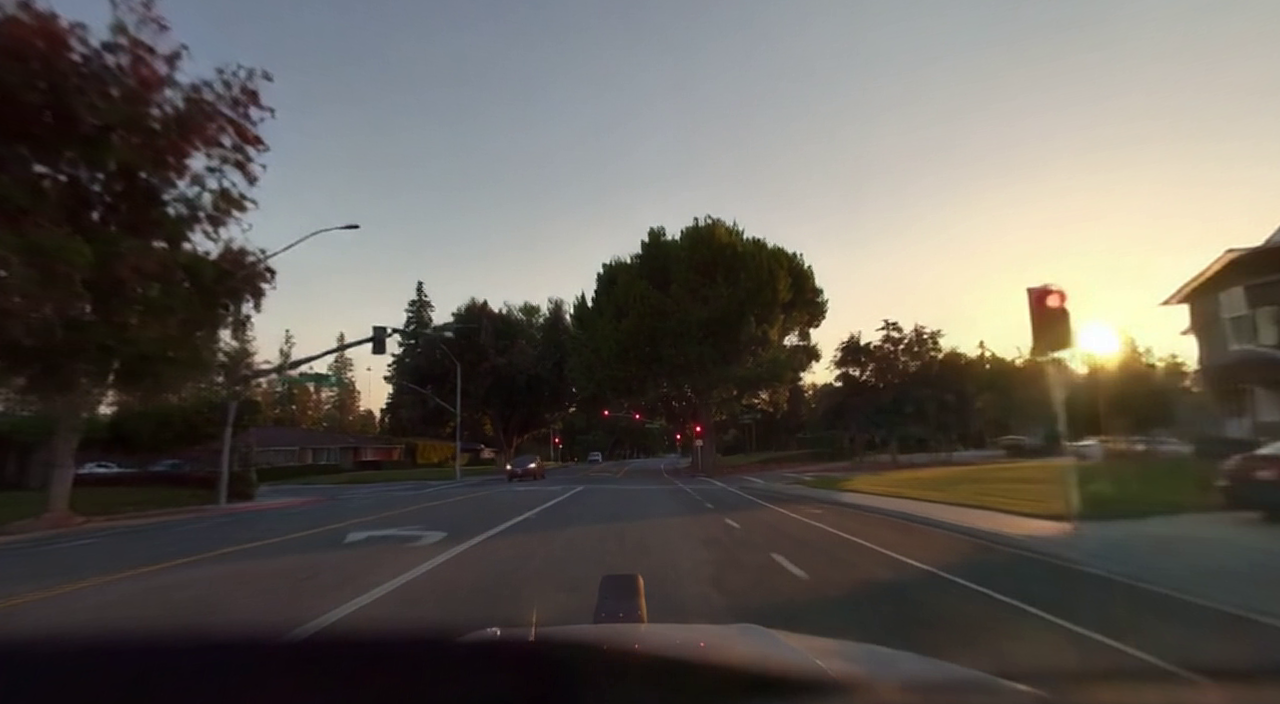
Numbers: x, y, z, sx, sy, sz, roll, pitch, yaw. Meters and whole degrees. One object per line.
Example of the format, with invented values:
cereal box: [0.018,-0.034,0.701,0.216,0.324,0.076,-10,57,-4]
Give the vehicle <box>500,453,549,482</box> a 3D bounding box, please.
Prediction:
vehicle: [-7.623,7.646,42.236,2.262,1.761,4.966,0,-9,1]

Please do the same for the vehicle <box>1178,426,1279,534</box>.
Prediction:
vehicle: [11.037,1.860,9.326,4.261,1.486,2.023,0,-9,0]
